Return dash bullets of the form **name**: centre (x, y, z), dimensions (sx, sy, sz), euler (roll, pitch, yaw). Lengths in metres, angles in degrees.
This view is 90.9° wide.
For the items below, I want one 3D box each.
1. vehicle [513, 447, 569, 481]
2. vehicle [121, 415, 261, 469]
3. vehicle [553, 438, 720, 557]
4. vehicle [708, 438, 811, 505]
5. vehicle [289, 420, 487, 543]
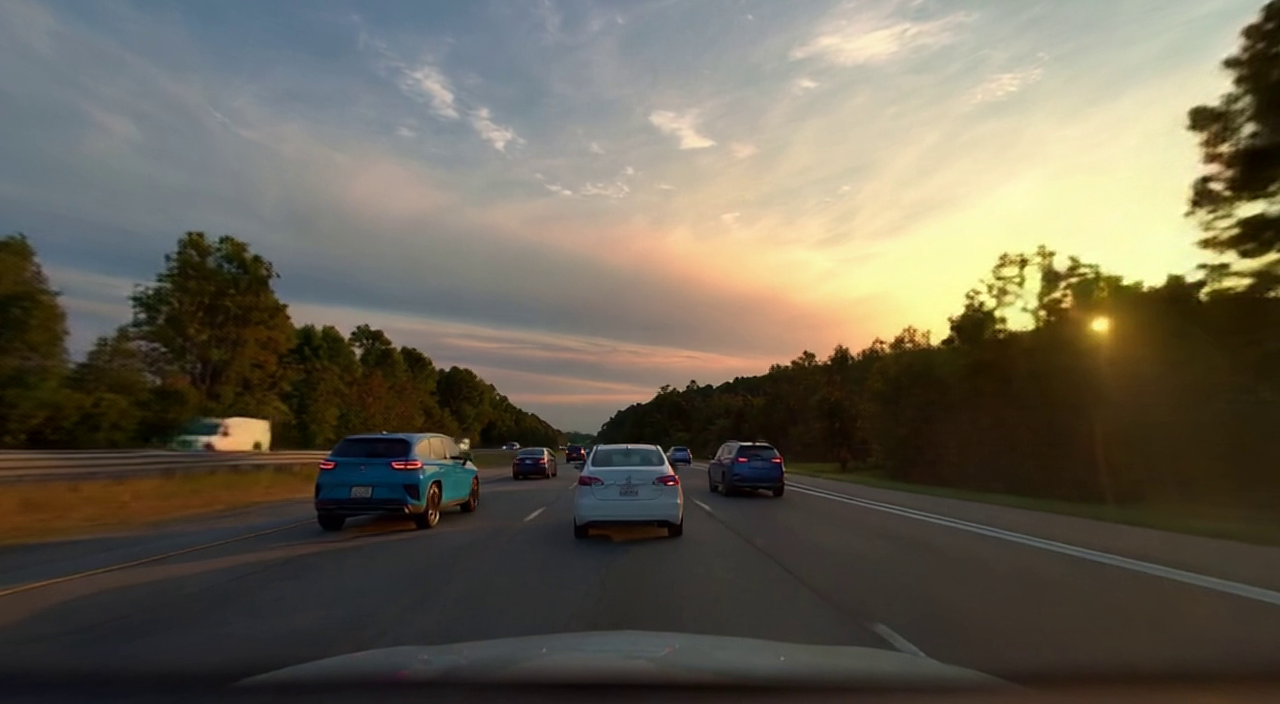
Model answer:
- **vehicle**: centre (-4.641, 5.296, 30.034), dimensions (2.122, 1.491, 3.800), euler (0, -9, -1)
- **vehicle**: centre (-17.358, 3.551, 24.729), dimensions (2.160, 1.902, 4.657), euler (0, -9, -3)
- **vehicle**: centre (-0.115, 2.182, 10.178), dimensions (2.120, 1.478, 4.179), euler (0, -9, -2)
- **vehicle**: centre (3.283, 3.388, 18.298), dimensions (1.996, 1.688, 4.207), euler (0, -9, -2)
- **vehicle**: centre (-4.059, 2.150, 11.028), dimensions (1.830, 1.703, 4.142), euler (0, -9, -2)
